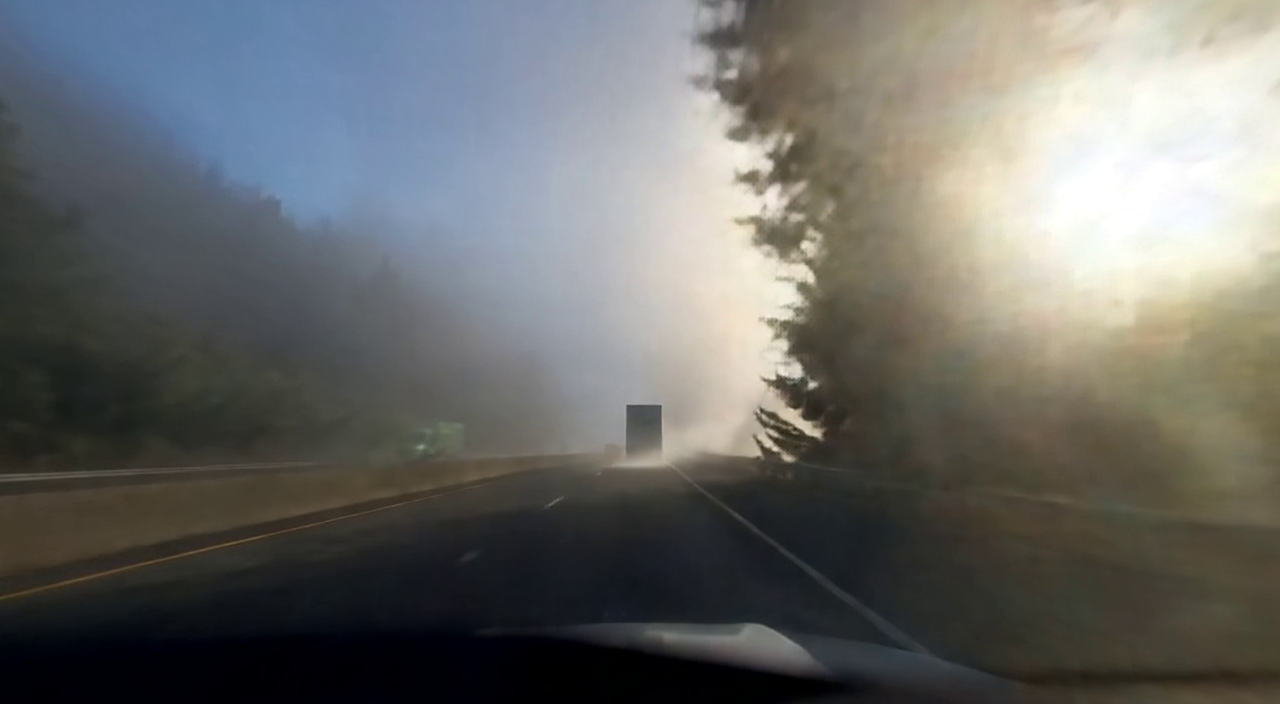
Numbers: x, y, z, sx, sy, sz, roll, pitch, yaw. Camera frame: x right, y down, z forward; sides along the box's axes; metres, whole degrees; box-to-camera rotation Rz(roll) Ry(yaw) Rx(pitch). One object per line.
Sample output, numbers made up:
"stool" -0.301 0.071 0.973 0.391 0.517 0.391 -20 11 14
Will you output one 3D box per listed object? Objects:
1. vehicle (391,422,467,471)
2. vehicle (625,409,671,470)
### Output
"vehicle" -16.425 7.494 49.834 2.889 3.506 8.390 0 -9 2
"vehicle" 0.431 6.512 46.452 3.024 3.965 10.399 0 -9 -1
